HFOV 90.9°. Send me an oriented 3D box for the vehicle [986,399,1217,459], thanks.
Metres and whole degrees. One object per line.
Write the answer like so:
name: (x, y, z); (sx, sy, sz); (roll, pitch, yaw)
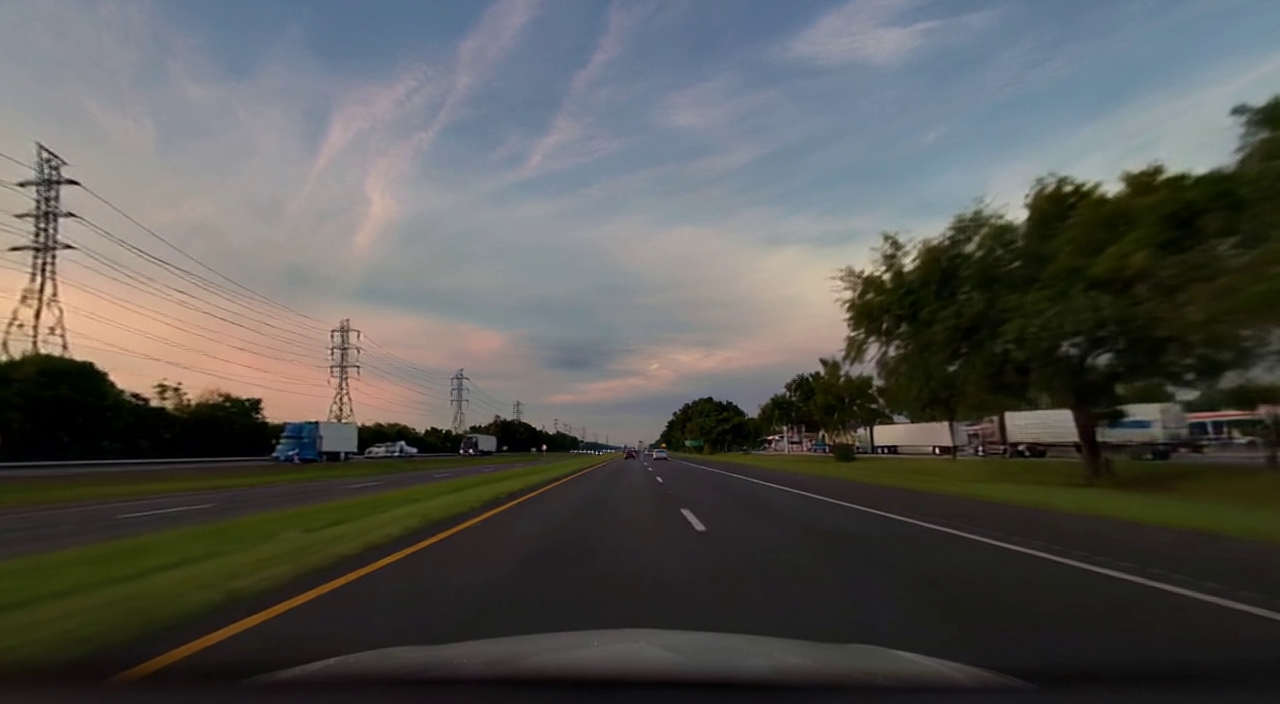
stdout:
vehicle: (35.802, 6.266, 49.843); (3.224, 4.043, 14.034); (6, -11, -45)
